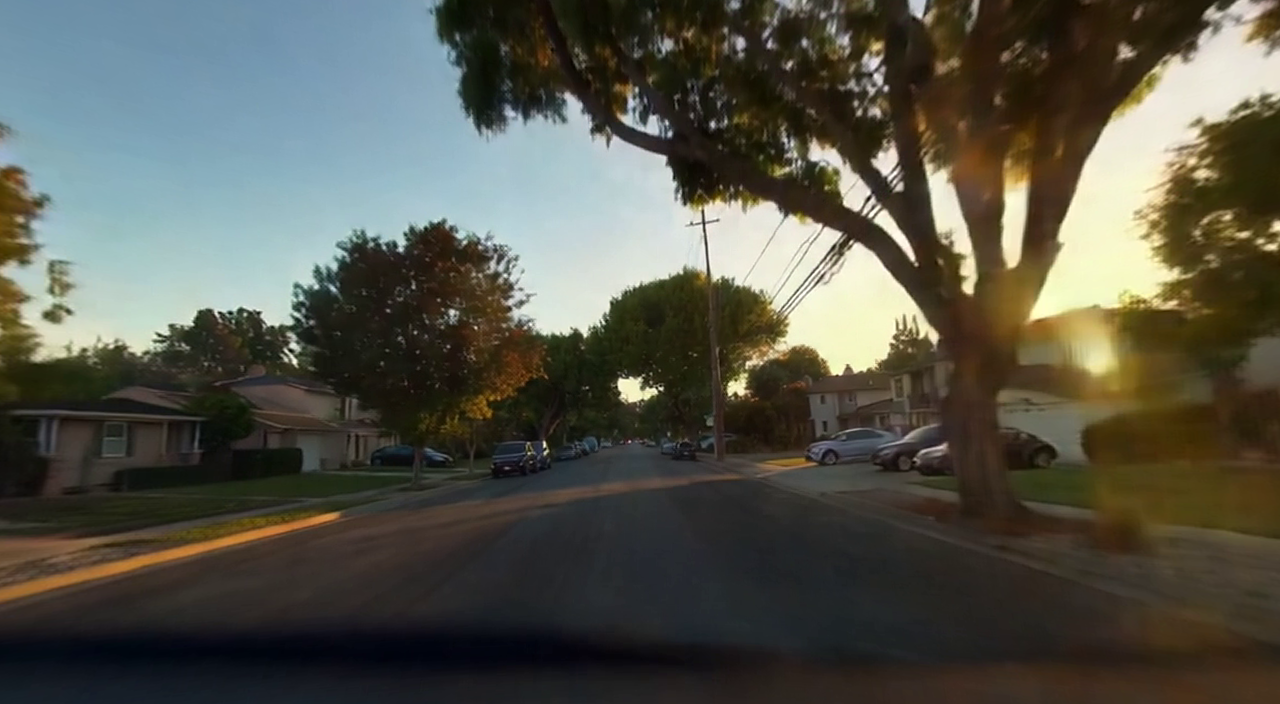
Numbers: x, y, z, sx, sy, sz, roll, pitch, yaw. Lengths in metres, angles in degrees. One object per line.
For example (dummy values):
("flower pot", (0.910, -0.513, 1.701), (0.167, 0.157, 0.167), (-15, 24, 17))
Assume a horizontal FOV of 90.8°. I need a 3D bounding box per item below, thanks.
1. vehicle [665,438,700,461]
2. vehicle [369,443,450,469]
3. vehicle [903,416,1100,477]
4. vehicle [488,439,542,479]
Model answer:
("vehicle", (3.242, 7.508, 48.931), (2.247, 1.618, 4.655), (2, -8, -1))
("vehicle", (-16.275, 7.364, 44.782), (4.706, 1.681, 2.389), (-1, -9, 5))
("vehicle", (11.094, 2.953, 19.717), (4.782, 1.748, 2.106), (0, -8, 1))
("vehicle", (-6.331, 5.435, 32.412), (2.035, 1.736, 3.955), (-2, -6, -1))
